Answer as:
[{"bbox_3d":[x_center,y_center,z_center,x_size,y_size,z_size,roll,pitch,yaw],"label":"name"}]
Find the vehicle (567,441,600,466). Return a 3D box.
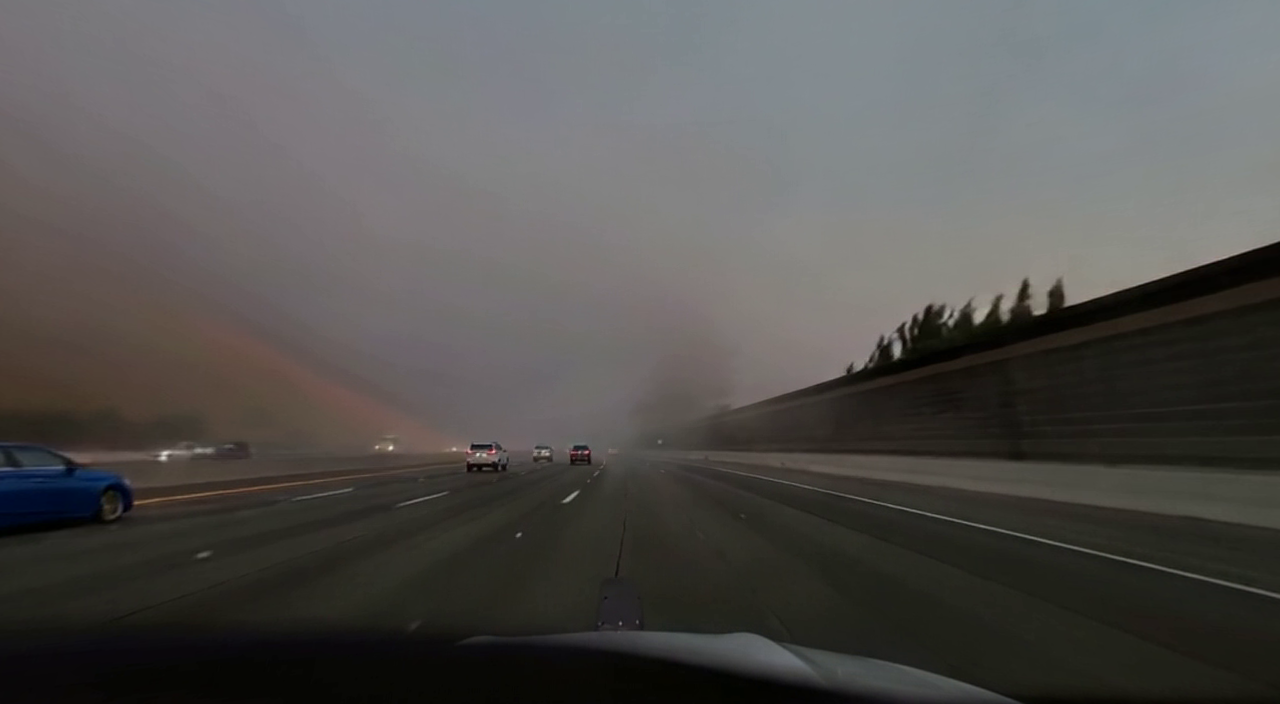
[{"bbox_3d":[-4.050,7.342,45.834,2.115,1.713,4.263,0,-9,-2],"label":"vehicle"}]

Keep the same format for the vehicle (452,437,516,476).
[{"bbox_3d":[-7.752,5.234,31.884,2.074,1.768,4.805,0,-9,-1],"label":"vehicle"}]

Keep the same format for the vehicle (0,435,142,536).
[{"bbox_3d":[-10.431,1.999,9.537,1.949,1.475,4.740,0,-9,0],"label":"vehicle"}]

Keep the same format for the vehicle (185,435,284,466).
[{"bbox_3d":[-27.025,6.615,42.488,2.526,1.908,6.156,0,-9,0],"label":"vehicle"}]
